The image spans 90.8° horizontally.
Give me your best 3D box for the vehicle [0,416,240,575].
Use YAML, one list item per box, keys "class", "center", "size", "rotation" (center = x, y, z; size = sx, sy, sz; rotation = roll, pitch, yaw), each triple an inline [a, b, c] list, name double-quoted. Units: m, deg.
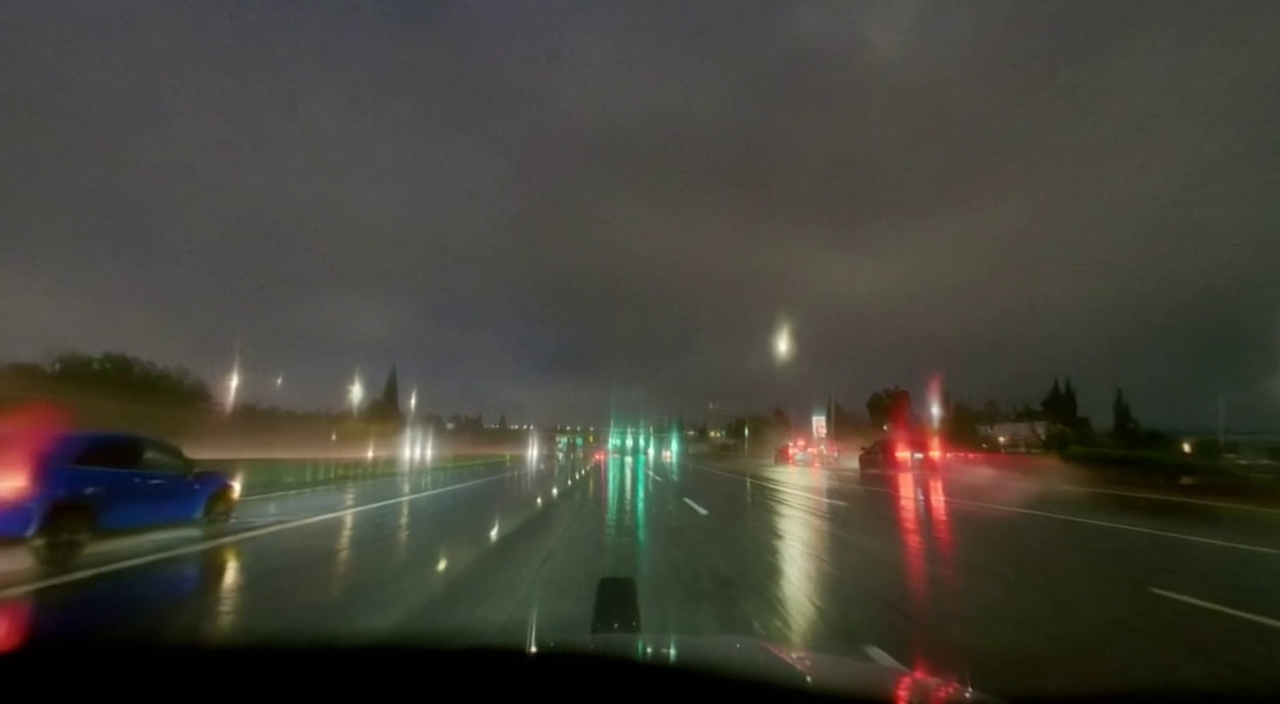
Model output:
- class: "vehicle"
  center: [-7.549, 1.752, 8.287]
  size: [1.924, 1.601, 4.115]
  rotation: [0, -9, -1]
